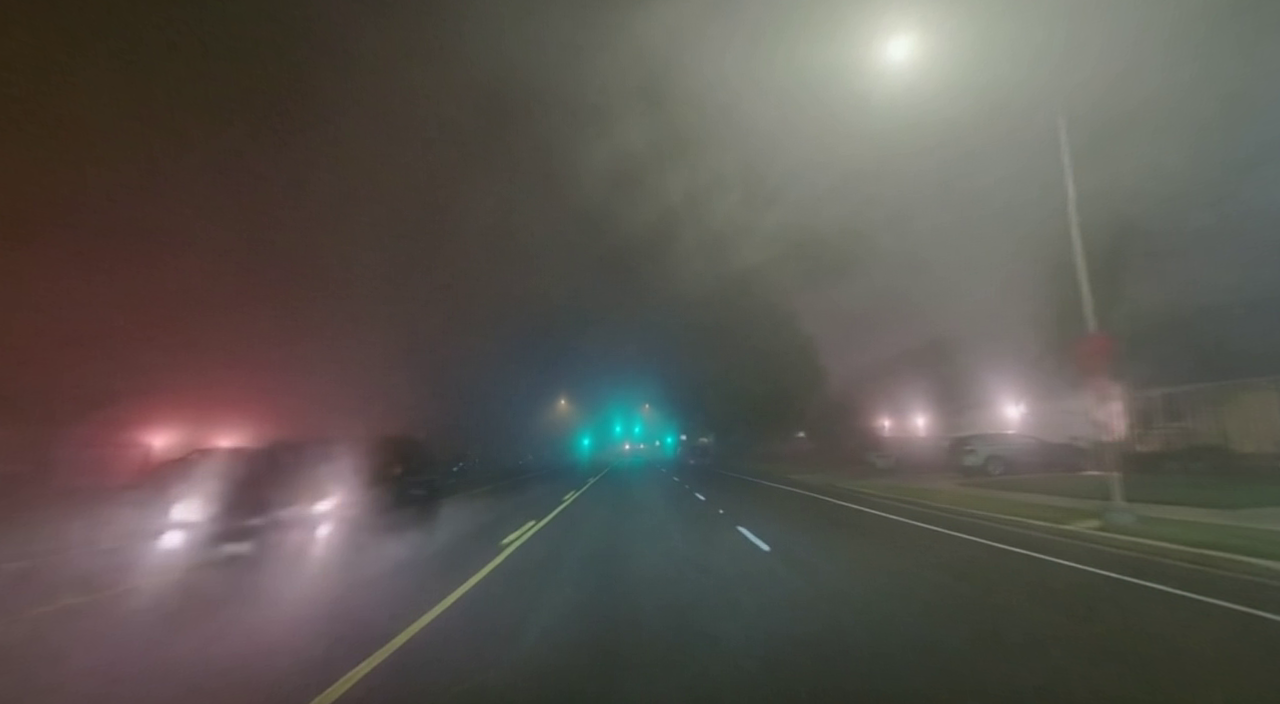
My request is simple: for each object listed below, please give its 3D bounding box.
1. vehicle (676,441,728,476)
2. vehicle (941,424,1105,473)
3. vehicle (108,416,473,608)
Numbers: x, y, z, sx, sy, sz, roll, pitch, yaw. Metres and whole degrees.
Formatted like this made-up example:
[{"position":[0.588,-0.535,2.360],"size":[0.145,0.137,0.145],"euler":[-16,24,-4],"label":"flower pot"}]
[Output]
[{"position":[2.928,5.146,30.751],"size":[1.983,1.557,4.078],"euler":[0,-8,-2],"label":"vehicle"},{"position":[12.600,3.208,21.024],"size":[4.183,1.516,1.884],"euler":[-1,-8,2],"label":"vehicle"},{"position":[-3.692,1.745,7.853],"size":[2.076,1.688,4.284],"euler":[0,-8,0],"label":"vehicle"}]
